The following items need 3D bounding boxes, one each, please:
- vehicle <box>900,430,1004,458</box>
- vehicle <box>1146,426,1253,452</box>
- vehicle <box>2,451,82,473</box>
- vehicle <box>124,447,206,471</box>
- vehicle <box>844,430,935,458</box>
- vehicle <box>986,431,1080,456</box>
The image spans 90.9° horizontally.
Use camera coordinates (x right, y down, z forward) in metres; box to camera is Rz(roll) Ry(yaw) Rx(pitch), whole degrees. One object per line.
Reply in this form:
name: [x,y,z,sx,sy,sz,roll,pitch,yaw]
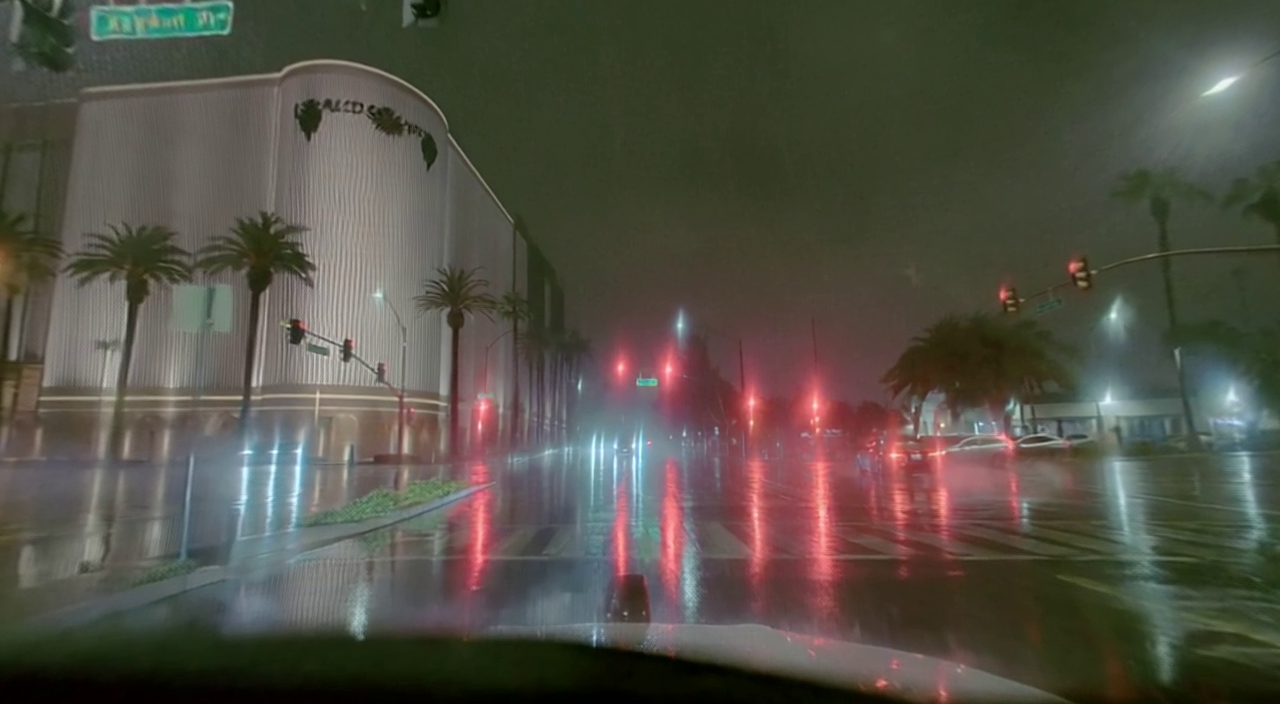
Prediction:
vehicle: [16.938,5.017,34.375,4.684,1.461,1.777,0,-8,-1]
vehicle: [33.210,5.195,37.492,4.567,1.458,1.791,0,-8,0]
vehicle: [-41.649,7.658,43.945,3.698,1.467,1.779,0,-8,1]
vehicle: [-33.061,7.441,43.928,4.136,1.661,1.857,0,-8,0]
vehicle: [15.024,5.569,38.090,4.648,1.665,1.910,0,-8,0]
vehicle: [23.540,5.492,37.847,4.423,1.465,1.798,0,-8,1]
